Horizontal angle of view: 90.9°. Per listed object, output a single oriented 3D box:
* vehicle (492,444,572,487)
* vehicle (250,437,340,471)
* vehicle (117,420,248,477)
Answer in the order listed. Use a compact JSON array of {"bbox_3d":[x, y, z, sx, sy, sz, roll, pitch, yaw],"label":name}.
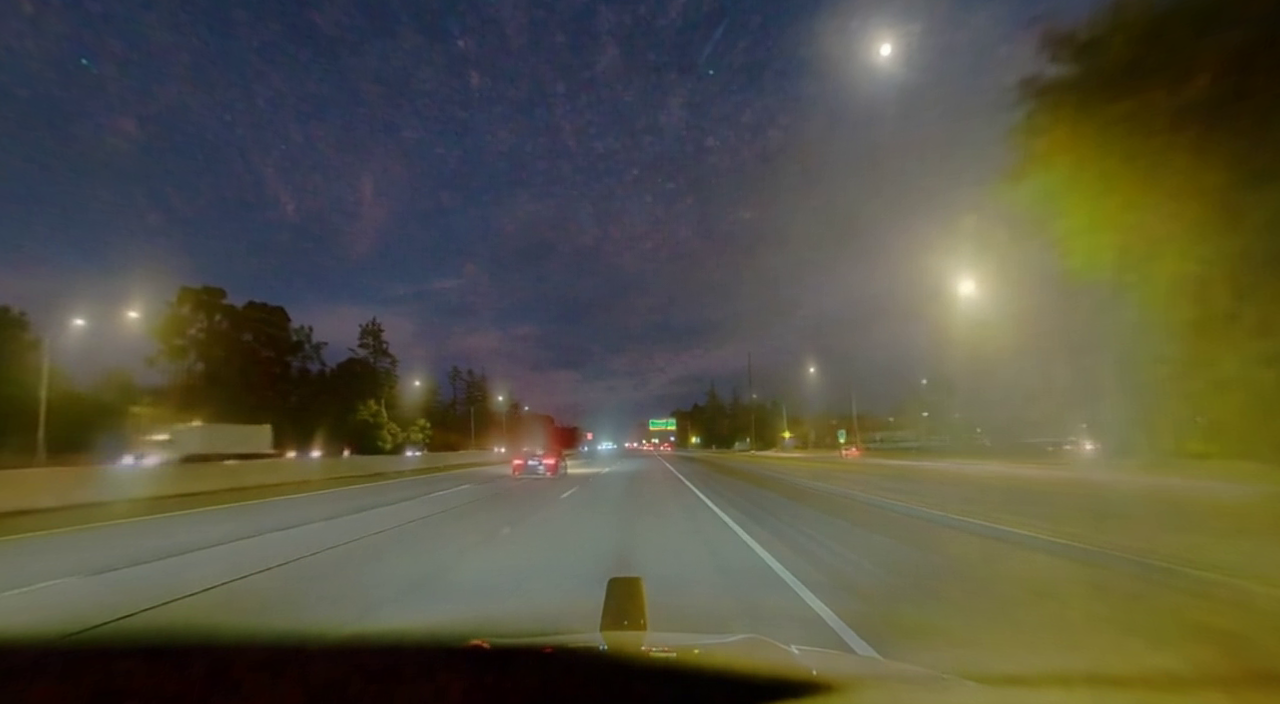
[{"bbox_3d":[-3.800,4.075,23.028,2.048,1.368,4.613,-1,-9,1],"label":"vehicle"},{"bbox_3d":[-22.332,6.616,41.214,2.208,1.997,6.406,-1,-9,1],"label":"vehicle"},{"bbox_3d":[-28.024,5.961,39.155,2.746,3.161,7.145,0,-9,-1],"label":"vehicle"}]
